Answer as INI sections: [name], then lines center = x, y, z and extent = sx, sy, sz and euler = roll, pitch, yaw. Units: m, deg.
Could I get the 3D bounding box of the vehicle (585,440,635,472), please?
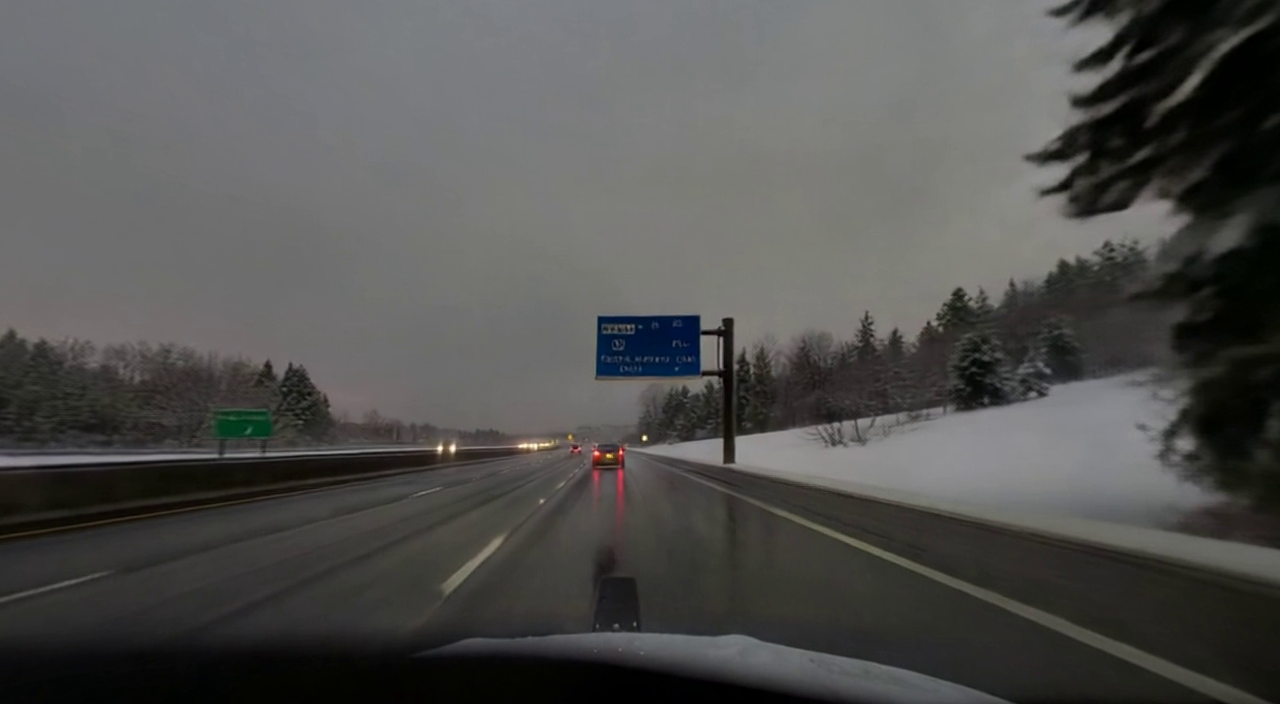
[vehicle]
center = -1.451, 5.268, 31.832
extent = 2.055, 1.509, 4.255
euler = -1, -9, 4
